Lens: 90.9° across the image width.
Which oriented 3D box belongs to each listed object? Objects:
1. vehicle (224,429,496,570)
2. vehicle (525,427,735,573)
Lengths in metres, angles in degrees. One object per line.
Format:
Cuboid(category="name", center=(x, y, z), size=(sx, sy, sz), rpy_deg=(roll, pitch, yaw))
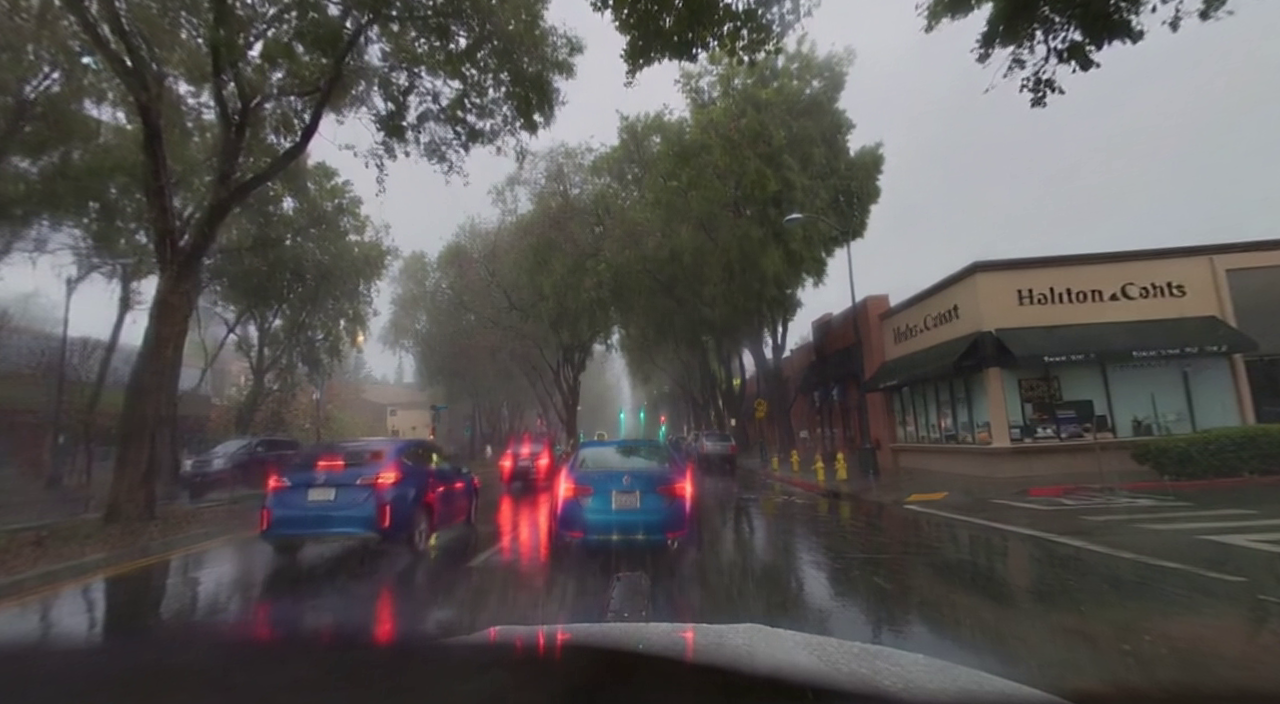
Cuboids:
Cuboid(category="vehicle", center=(-3.452, 1.879, 8.785), size=(1.905, 1.473, 4.016), rpy_deg=(0, -9, 0))
Cuboid(category="vehicle", center=(-0.105, 1.837, 8.585), size=(2.160, 1.482, 4.037), rpy_deg=(0, -9, 0))
